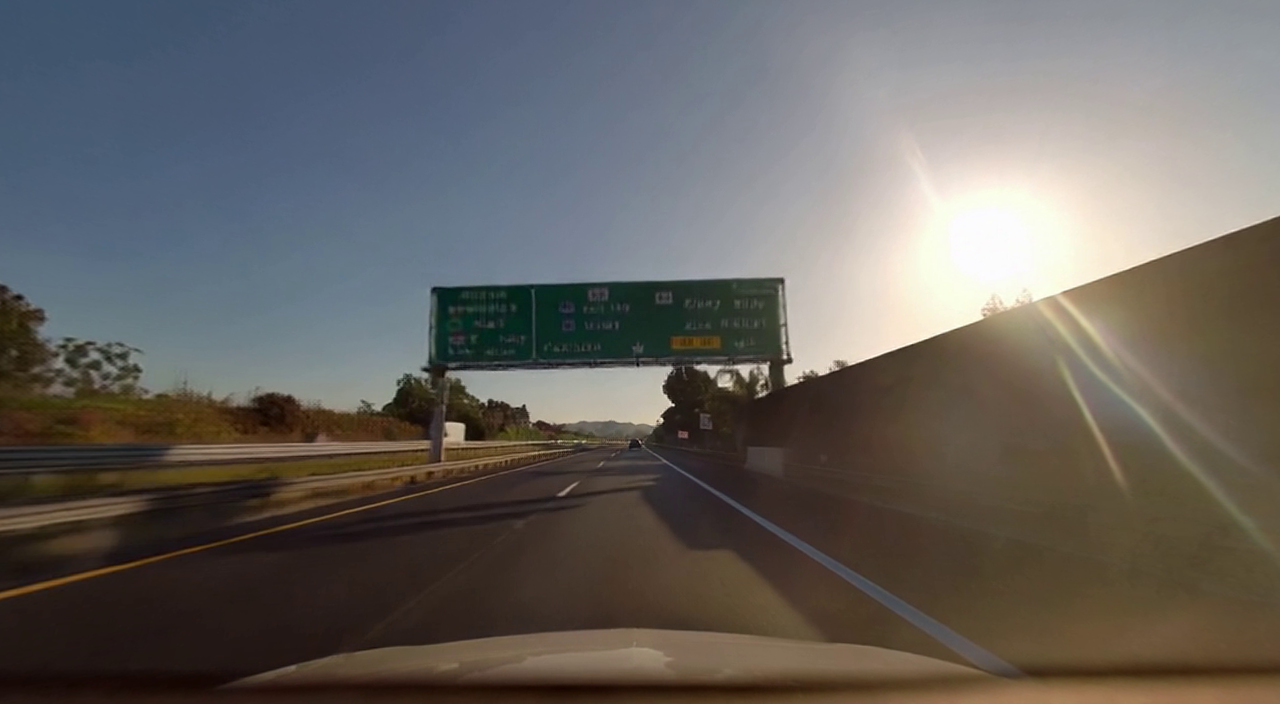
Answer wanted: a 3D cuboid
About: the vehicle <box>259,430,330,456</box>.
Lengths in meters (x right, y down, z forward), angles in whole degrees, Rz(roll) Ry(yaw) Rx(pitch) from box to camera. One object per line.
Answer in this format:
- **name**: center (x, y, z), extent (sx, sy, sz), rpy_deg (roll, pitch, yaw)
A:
- **vehicle**: center (-20.798, 5.512, 38.114), extent (1.800, 1.449, 4.373), rpy_deg (0, -8, 0)
